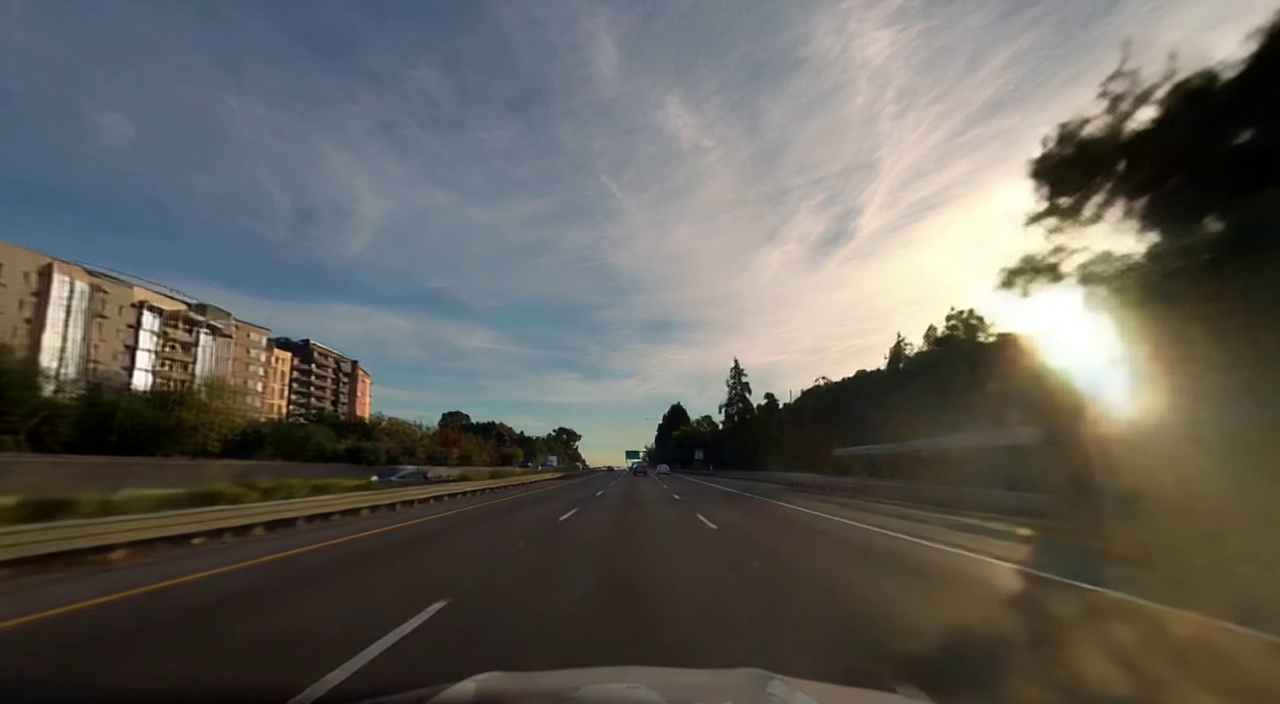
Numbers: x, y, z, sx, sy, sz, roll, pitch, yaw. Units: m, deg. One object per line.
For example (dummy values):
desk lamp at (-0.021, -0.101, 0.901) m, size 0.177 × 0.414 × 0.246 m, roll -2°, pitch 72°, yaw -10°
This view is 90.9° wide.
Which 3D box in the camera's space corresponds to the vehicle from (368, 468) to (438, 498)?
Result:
vehicle at (-11.866, 6.596, 31.901) m, size 1.883 × 1.389 × 4.129 m, roll 1°, pitch -10°, yaw 1°
